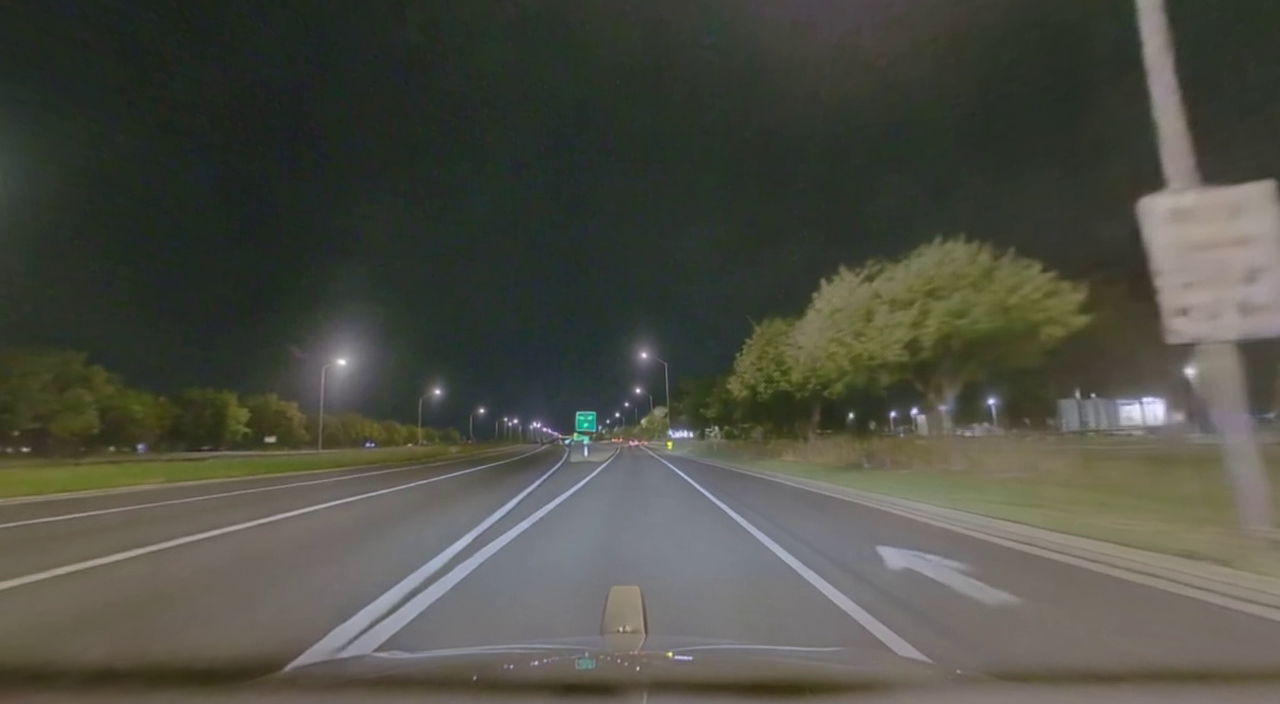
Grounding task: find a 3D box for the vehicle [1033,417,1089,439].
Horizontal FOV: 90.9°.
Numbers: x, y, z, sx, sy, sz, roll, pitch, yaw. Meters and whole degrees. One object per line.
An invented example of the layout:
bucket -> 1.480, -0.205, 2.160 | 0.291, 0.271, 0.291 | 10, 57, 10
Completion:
vehicle -> 32.120, 5.821, 48.225 | 1.853, 1.521, 4.259 | -1, -9, 8
